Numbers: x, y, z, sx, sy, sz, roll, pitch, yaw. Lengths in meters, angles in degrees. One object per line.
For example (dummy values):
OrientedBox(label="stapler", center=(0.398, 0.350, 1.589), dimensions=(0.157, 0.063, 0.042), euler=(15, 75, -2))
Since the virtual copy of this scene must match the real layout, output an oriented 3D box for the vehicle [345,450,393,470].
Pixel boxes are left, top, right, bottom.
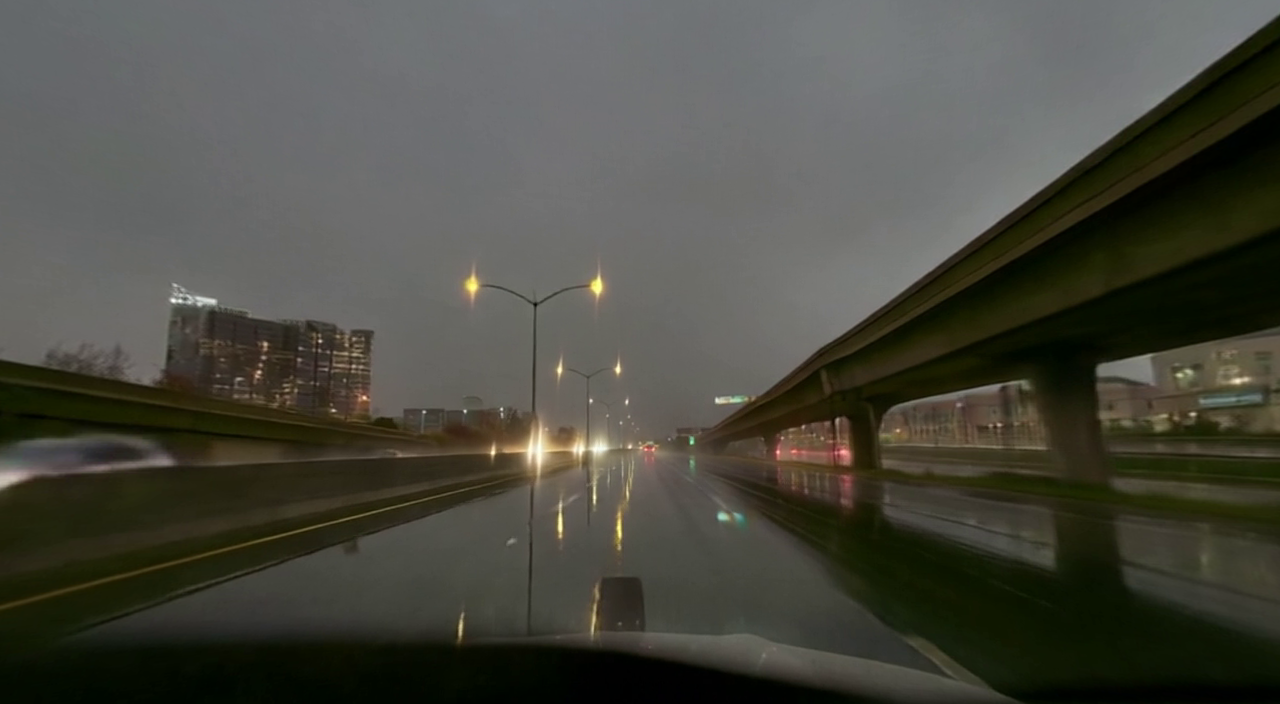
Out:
OrientedBox(label="vehicle", center=(-21.311, 8.505, 49.843), dimensions=(1.986, 1.520, 4.053), euler=(0, -9, 0))
